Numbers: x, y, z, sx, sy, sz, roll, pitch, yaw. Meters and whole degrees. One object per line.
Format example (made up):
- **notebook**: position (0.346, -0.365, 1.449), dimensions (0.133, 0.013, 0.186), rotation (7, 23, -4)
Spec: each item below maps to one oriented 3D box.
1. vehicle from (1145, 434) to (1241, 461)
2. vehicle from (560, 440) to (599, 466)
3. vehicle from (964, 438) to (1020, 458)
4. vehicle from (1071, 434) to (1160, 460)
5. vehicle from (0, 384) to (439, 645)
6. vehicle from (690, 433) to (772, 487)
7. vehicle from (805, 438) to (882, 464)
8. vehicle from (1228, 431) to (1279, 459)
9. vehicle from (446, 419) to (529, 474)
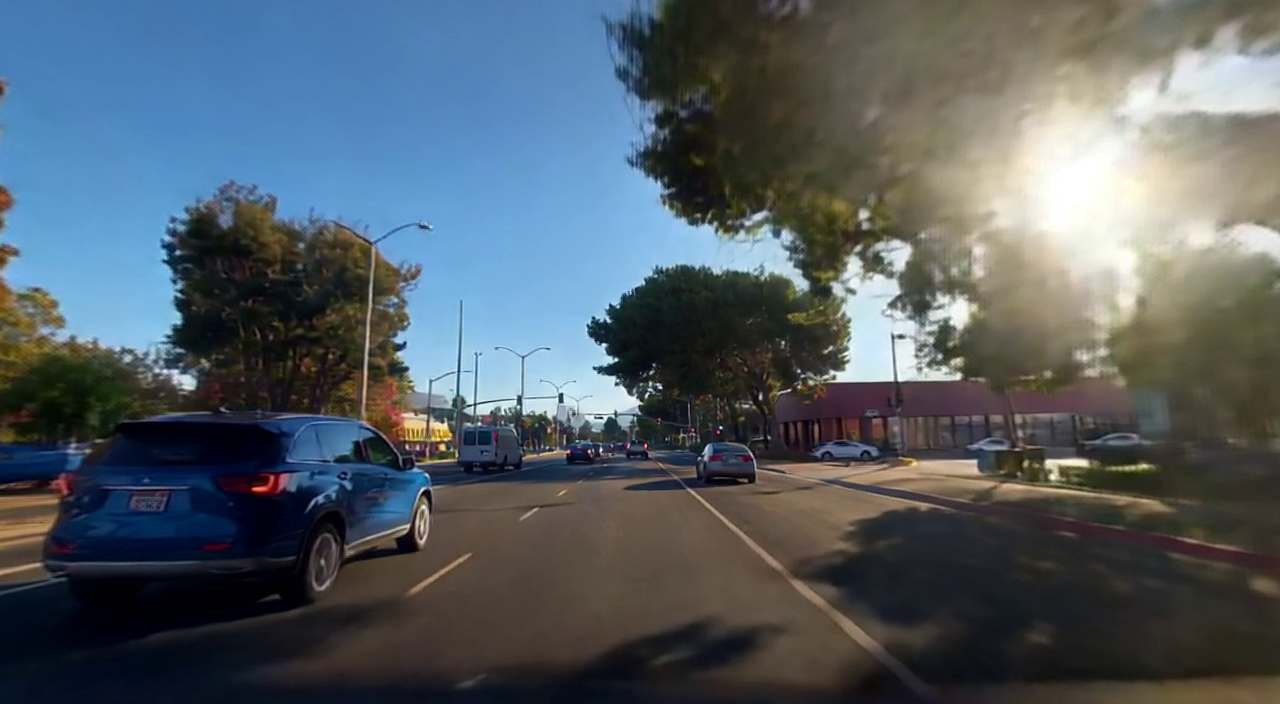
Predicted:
- **vehicle**: position (33.230, 5.780, 37.999), dimensions (1.817, 1.503, 4.238), rotation (0, -9, -1)
- **vehicle**: position (-4.070, 6.869, 42.919), dimensions (2.133, 1.677, 4.727), rotation (0, -9, 0)
- **vehicle**: position (27.725, 7.608, 49.755), dimensions (1.768, 1.460, 4.677), rotation (0, -9, 0)
- **vehicle**: position (28.099, 5.654, 37.363), dimensions (1.760, 1.431, 4.343), rotation (0, -9, -2)
- **vehicle**: position (-3.787, 1.413, 6.448), dimensions (2.038, 1.748, 4.303), rotation (0, -9, -1)
- **vehicle**: position (3.221, 3.965, 23.414), dimensions (2.167, 1.792, 4.835), rotation (0, -9, -2)
- **vehicle**: position (14.450, 7.056, 44.893), dimensions (4.626, 1.562, 2.159), rotation (-2, -9, -3)
- **vehicle**: position (38.140, 5.583, 37.732), dimensions (1.812, 1.641, 3.875), rotation (1, -9, -2)
- **vehicle**: position (-7.766, 4.948, 32.945), dimensions (2.863, 2.592, 6.410), rotation (0, -9, -1)
